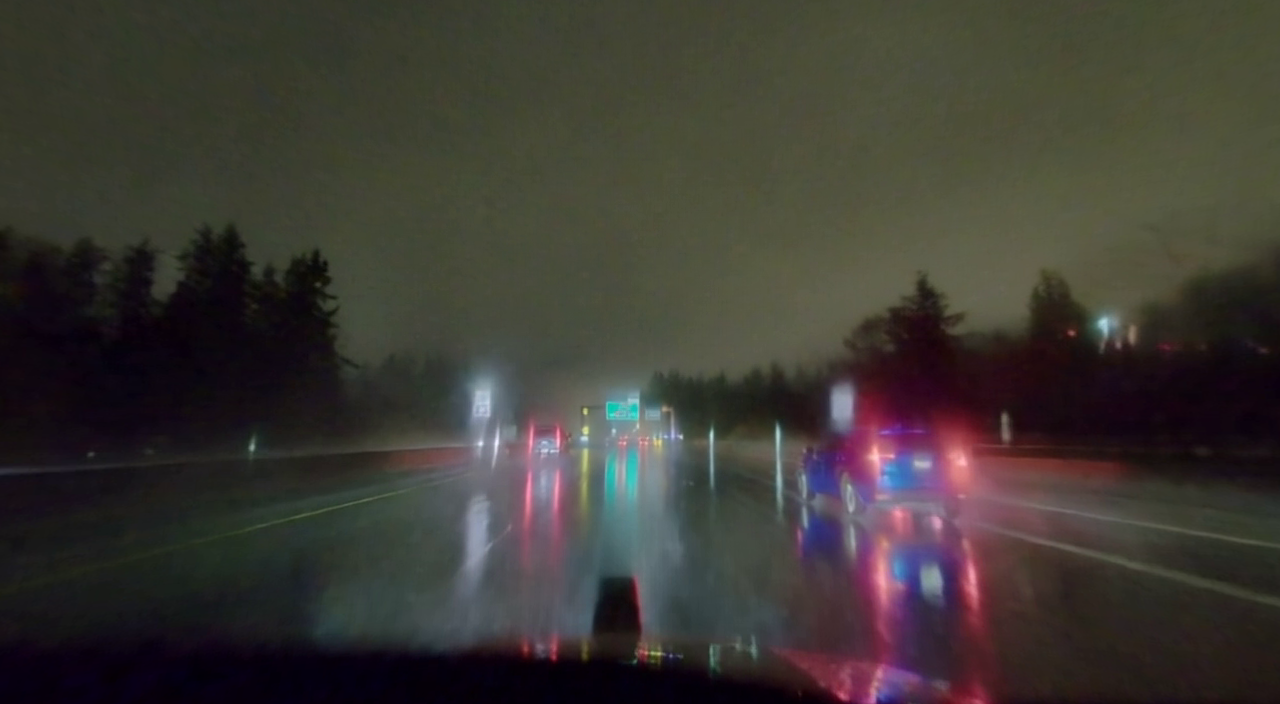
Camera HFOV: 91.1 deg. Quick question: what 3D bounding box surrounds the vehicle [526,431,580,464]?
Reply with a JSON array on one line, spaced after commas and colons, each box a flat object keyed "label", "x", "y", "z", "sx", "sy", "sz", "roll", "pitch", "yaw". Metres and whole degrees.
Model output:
[{"label": "vehicle", "x": -4.070, "y": 4.525, "z": 30.043, "sx": 2.032, "sy": 1.465, "sz": 4.316, "roll": 0, "pitch": -8, "yaw": -1}]

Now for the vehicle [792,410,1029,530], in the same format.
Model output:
[{"label": "vehicle", "x": 4.099, "y": 1.845, "z": 10.427, "sx": 2.011, "sy": 1.576, "sz": 4.060, "roll": 0, "pitch": -8, "yaw": -2}]
